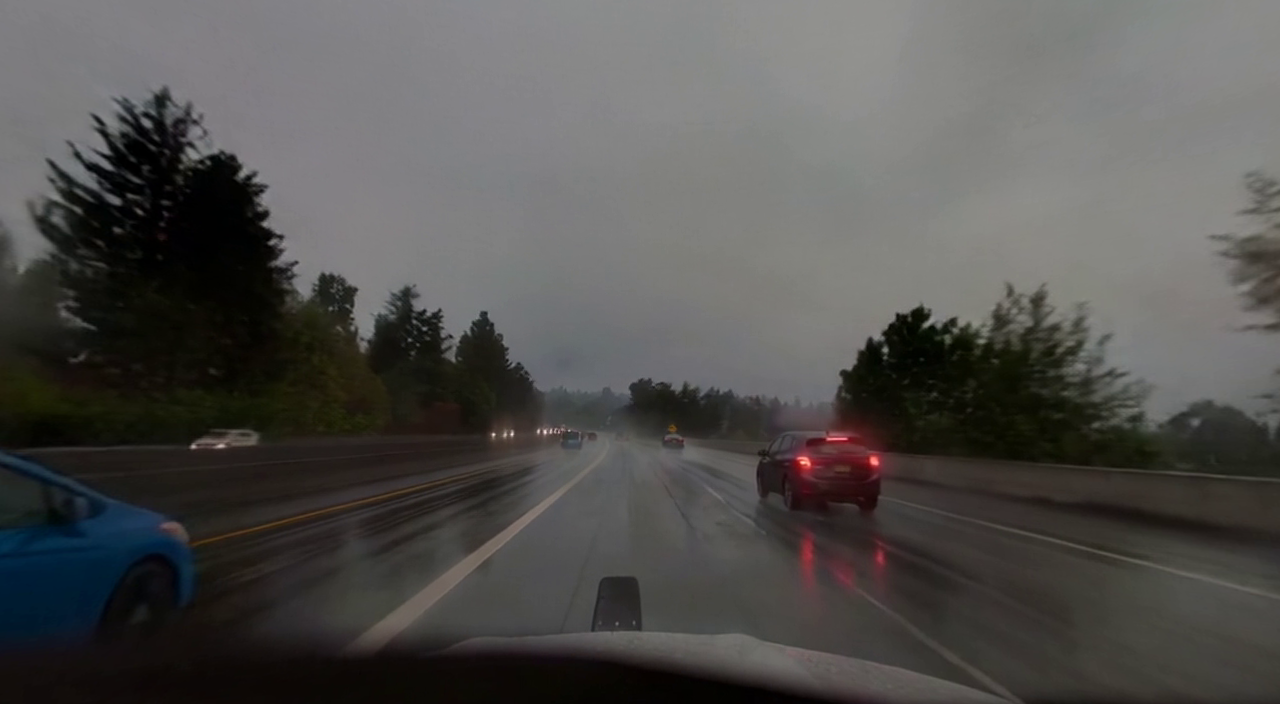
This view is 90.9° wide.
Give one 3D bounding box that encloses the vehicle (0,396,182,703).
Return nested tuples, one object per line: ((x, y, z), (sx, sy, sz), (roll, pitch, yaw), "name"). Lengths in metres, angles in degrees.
((-3.922, 0.788, 1.515), (2.032, 1.535, 4.889), (0, -8, -1), "vehicle")

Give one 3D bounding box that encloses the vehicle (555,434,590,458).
((-4.531, 6.338, 42.837), (1.941, 1.529, 4.111), (0, -8, -1), "vehicle")

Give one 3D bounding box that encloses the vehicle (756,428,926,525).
((3.593, 2.268, 12.109), (1.883, 1.536, 3.792), (0, -8, -2), "vehicle")
